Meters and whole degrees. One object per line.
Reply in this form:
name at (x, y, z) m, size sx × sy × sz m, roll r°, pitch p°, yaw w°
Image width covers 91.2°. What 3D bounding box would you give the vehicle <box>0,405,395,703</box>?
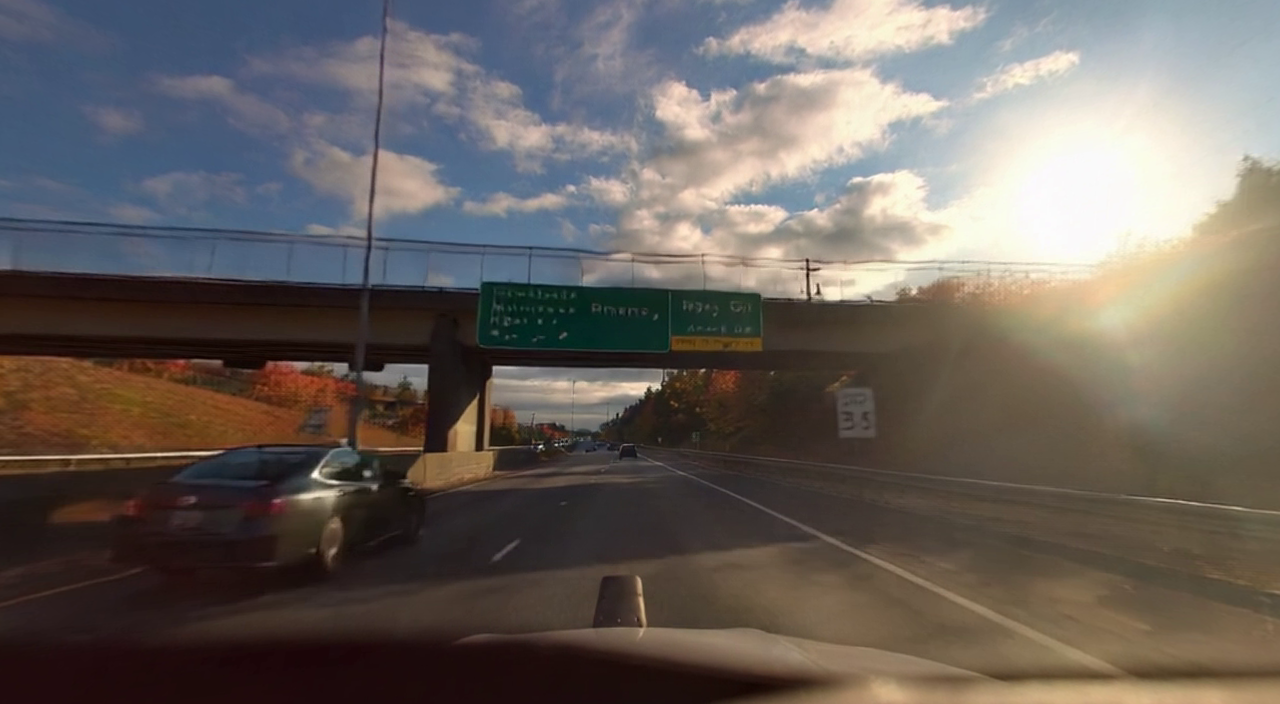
vehicle at (-4.000, 1.381, 5.213) m, size 2.047 × 1.519 × 4.832 m, roll -1°, pitch -9°, yaw -1°
